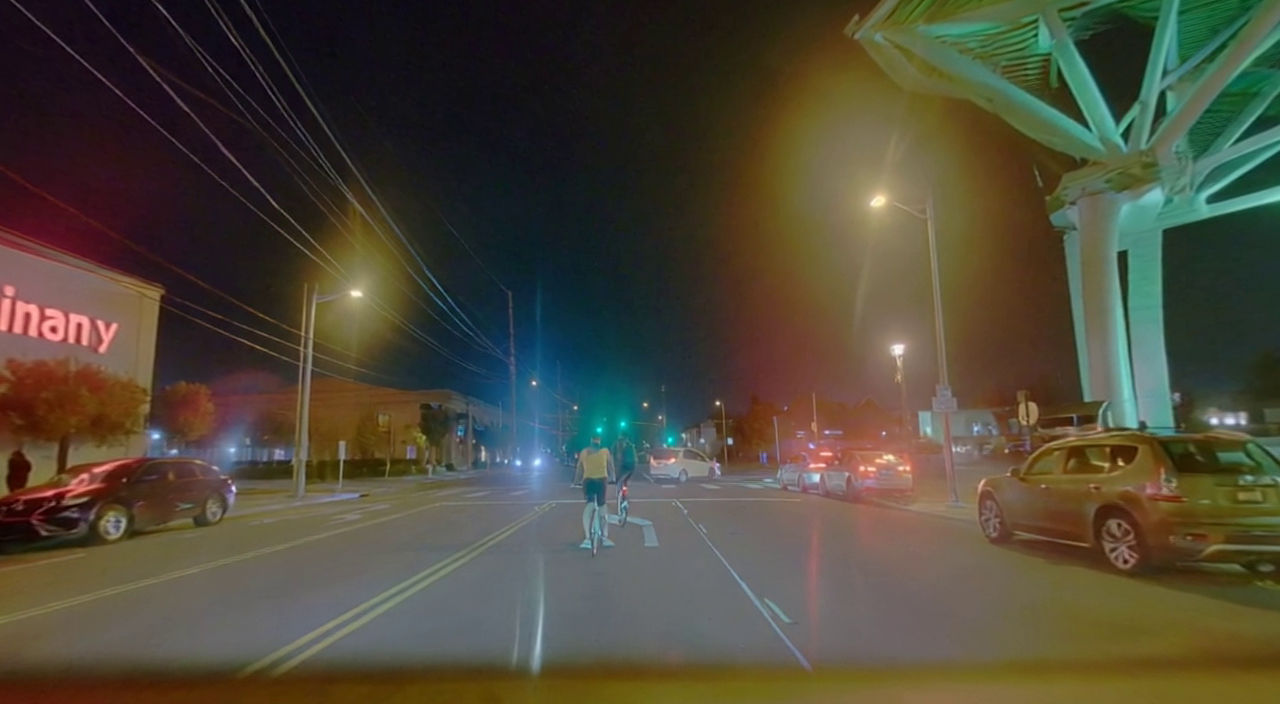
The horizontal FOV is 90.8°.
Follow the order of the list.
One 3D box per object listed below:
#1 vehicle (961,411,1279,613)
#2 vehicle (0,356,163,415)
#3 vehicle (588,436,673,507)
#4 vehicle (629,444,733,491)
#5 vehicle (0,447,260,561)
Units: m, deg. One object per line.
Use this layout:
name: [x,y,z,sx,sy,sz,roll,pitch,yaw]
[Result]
vehicle: [5.825,1.671,7.492,1.873,1.714,3.979,0,-8,-1]
vehicle: [-17.098,1.049,19.205,3.685,1.584,1.708,1,-9,-3]
vehicle: [-0.218,3.372,18.292,2.190,1.783,4.048,0,-8,1]
vehicle: [1.885,4.986,27.733,2.287,1.832,4.961,-6,-10,34]
vehicle: [-10.219,2.835,12.732,2.075,1.816,4.900,0,-8,-1]
